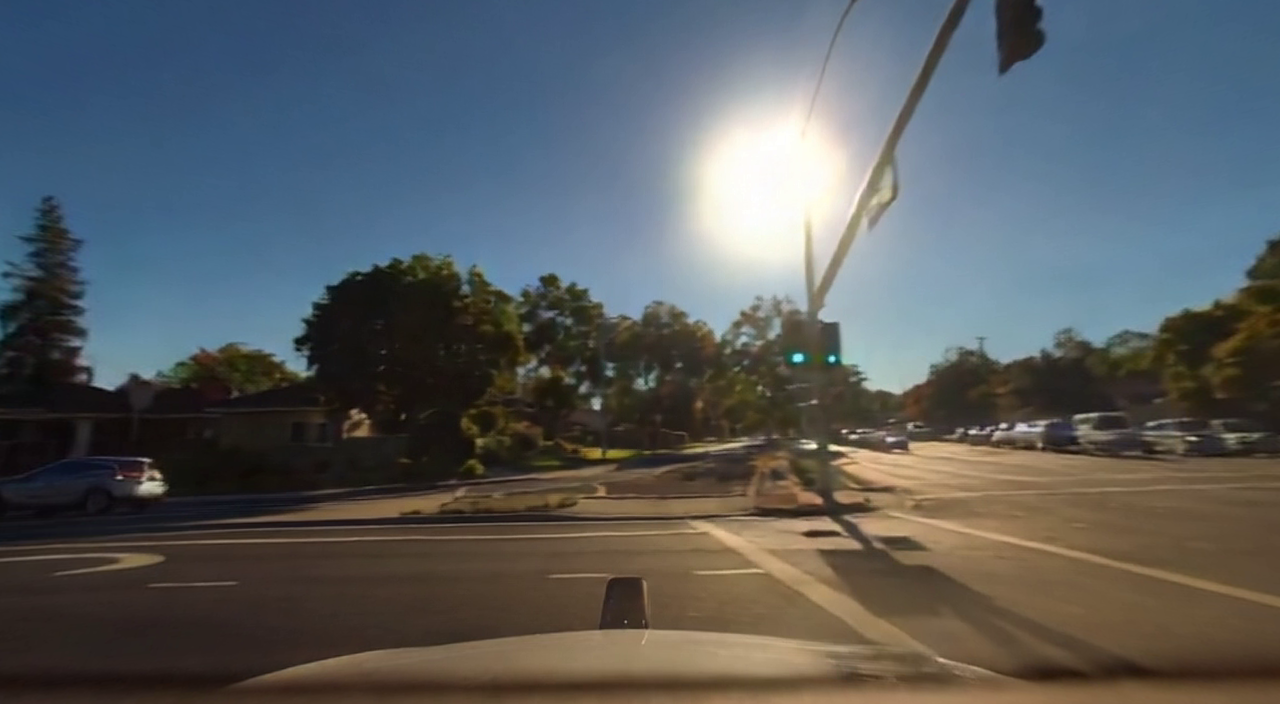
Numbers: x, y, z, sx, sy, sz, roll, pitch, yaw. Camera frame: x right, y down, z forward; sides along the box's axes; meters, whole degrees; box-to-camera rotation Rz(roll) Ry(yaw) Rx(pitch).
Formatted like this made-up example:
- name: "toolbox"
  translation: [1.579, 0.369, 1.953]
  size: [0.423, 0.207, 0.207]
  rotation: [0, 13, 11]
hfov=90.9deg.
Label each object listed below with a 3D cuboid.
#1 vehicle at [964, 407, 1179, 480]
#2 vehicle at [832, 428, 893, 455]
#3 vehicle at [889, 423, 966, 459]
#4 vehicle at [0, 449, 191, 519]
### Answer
- name: "vehicle"
  translation: [12.886, 2.845, 19.544]
  size: [2.226, 1.897, 5.874]
  rotation: [0, -9, -3]
- name: "vehicle"
  translation: [14.954, 6.087, 42.698]
  size: [2.159, 1.734, 4.462]
  rotation: [1, -9, -6]
- name: "vehicle"
  translation: [15.929, 5.000, 35.242]
  size: [1.963, 1.850, 4.651]
  rotation: [0, -9, -2]
- name: "vehicle"
  translation: [-16.286, 3.728, 18.184]
  size: [4.995, 1.798, 2.102]
  rotation: [4, -10, -26]
